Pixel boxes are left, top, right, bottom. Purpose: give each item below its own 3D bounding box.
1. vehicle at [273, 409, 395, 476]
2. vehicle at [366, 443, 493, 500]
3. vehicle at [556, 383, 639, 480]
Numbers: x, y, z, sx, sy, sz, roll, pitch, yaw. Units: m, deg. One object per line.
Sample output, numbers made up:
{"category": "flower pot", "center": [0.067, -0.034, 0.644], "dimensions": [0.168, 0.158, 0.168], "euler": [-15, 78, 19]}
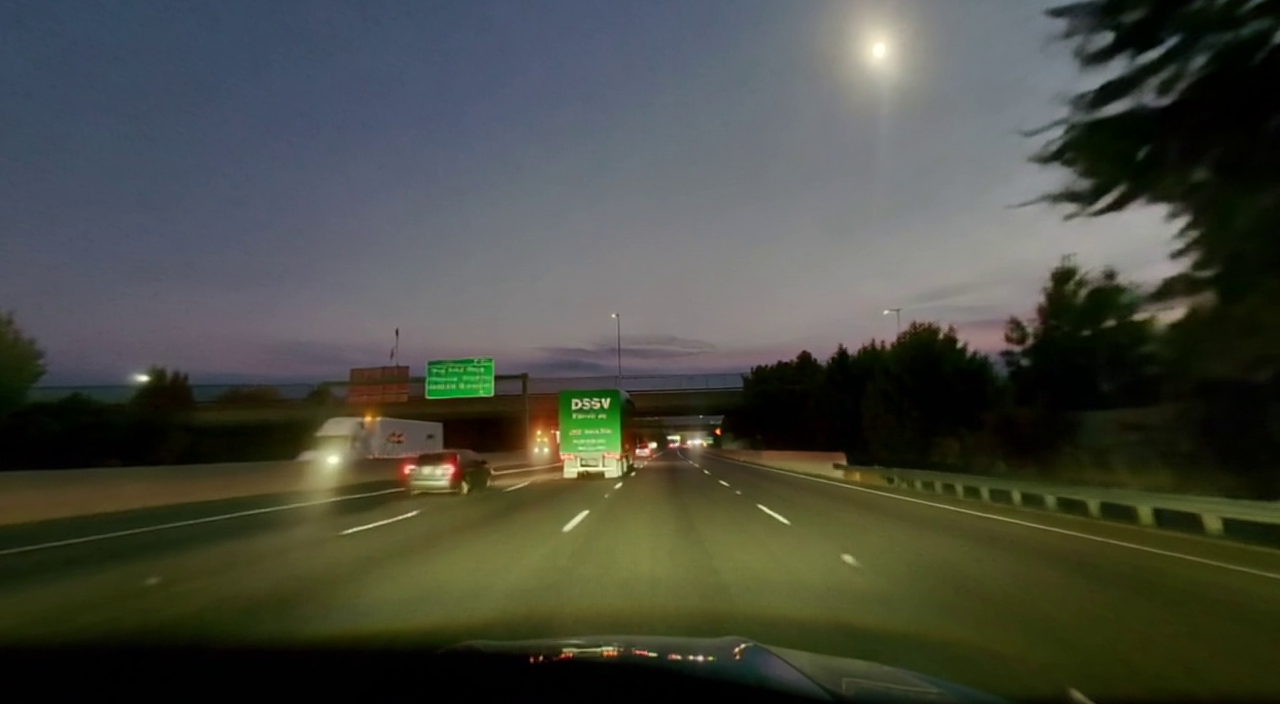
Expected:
{"category": "vehicle", "center": [-20.820, 6.358, 43.847], "dimensions": [2.942, 4.086, 10.219], "euler": [-1, -9, 2]}
{"category": "vehicle", "center": [-5.994, 3.453, 18.630], "dimensions": [1.958, 1.467, 4.737], "euler": [0, -9, 2]}
{"category": "vehicle", "center": [-1.759, 4.284, 32.500], "dimensions": [3.025, 4.002, 12.709], "euler": [0, -9, 2]}
